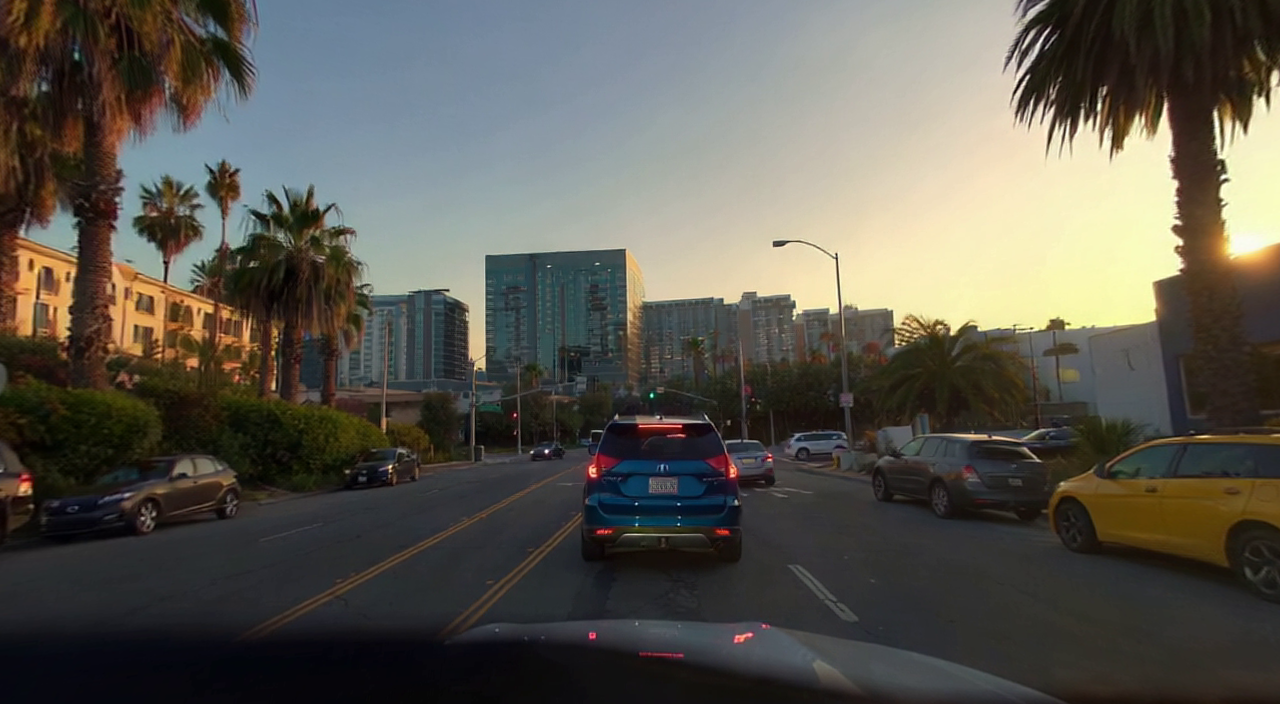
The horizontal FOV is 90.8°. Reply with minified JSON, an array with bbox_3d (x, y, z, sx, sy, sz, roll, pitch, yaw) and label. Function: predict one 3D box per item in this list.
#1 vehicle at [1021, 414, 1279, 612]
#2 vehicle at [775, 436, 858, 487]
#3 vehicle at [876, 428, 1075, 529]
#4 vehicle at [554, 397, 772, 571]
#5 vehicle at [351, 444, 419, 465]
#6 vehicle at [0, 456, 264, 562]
[{"bbox_3d":[6.441,1.599,6.927,1.935,1.672,4.139,0,-8,1],"label":"vehicle"},{"bbox_3d":[6.506,4.070,23.758,1.948,1.729,4.023,0,-8,0],"label":"vehicle"},{"bbox_3d":[6.669,2.525,13.245,1.930,1.736,4.329,-1,-8,3],"label":"vehicle"},{"bbox_3d":[0.265,1.691,8.792,2.264,1.798,4.258,0,-8,1],"label":"vehicle"},{"bbox_3d":[-18.763,7.573,46.658,1.759,1.457,4.297,-7,-11,38],"label":"vehicle"},{"bbox_3d":[-9.583,2.807,11.978,2.054,1.467,4.595,-3,-9,1],"label":"vehicle"}]
